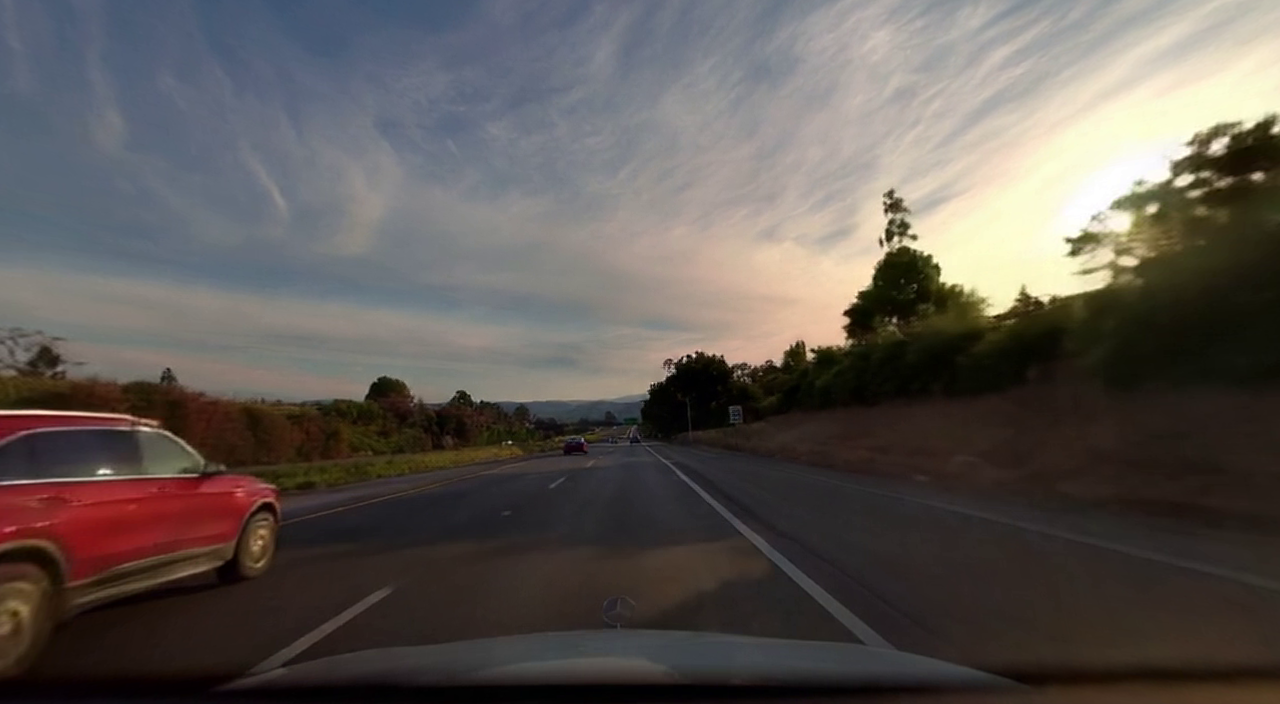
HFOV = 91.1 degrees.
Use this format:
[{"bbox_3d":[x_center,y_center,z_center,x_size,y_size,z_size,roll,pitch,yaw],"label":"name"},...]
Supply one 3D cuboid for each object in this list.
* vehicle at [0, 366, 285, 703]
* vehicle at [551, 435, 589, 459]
[{"bbox_3d":[-4.137,0.920,3.177,2.070,1.647,4.577,0,-8,-1],"label":"vehicle"},{"bbox_3d":[-4.509,6.140,40.846,2.063,1.496,4.225,0,-8,-1],"label":"vehicle"}]
